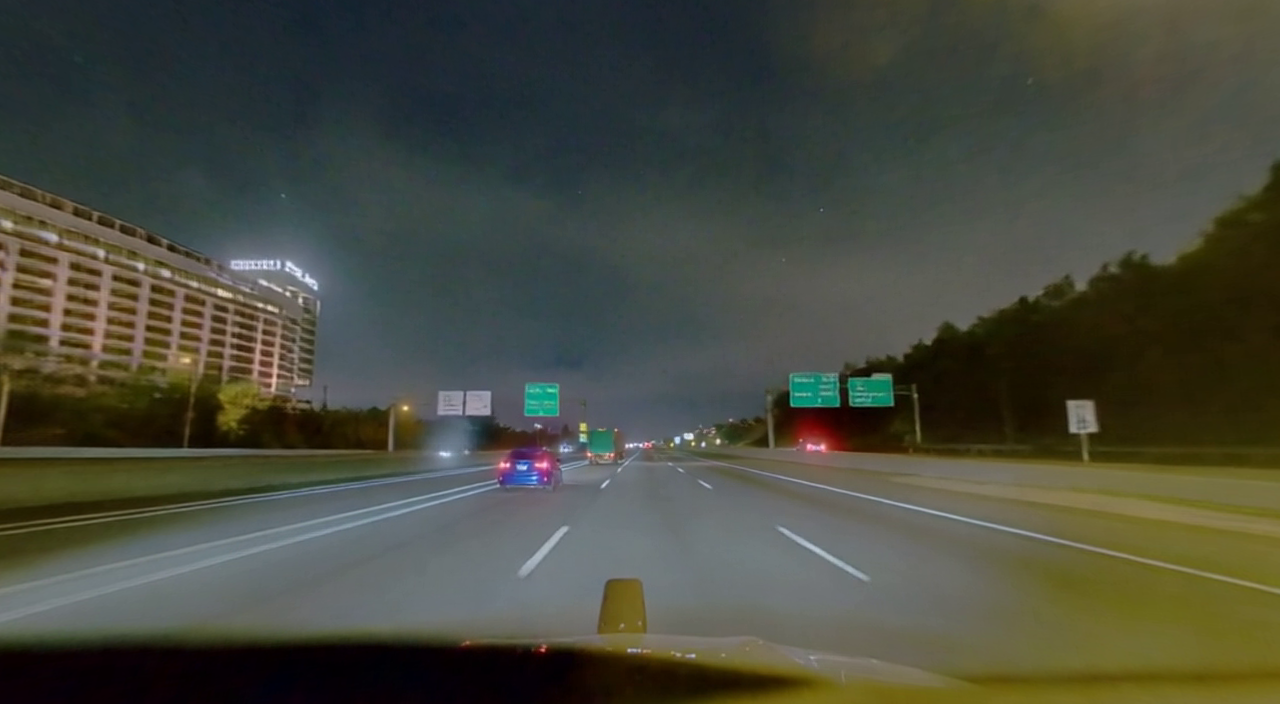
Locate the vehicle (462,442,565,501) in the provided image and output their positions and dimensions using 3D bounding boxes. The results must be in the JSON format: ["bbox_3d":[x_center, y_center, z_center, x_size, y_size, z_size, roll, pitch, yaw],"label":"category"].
[{"bbox_3d":[-3.551,3.448,18.589,2.039,1.478,4.483,0,-9,1],"label":"vehicle"}]

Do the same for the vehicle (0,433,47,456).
[{"bbox_3d":[-42.642,6.240,42.399,1.669,1.458,3.793,1,-9,0],"label":"vehicle"}]
